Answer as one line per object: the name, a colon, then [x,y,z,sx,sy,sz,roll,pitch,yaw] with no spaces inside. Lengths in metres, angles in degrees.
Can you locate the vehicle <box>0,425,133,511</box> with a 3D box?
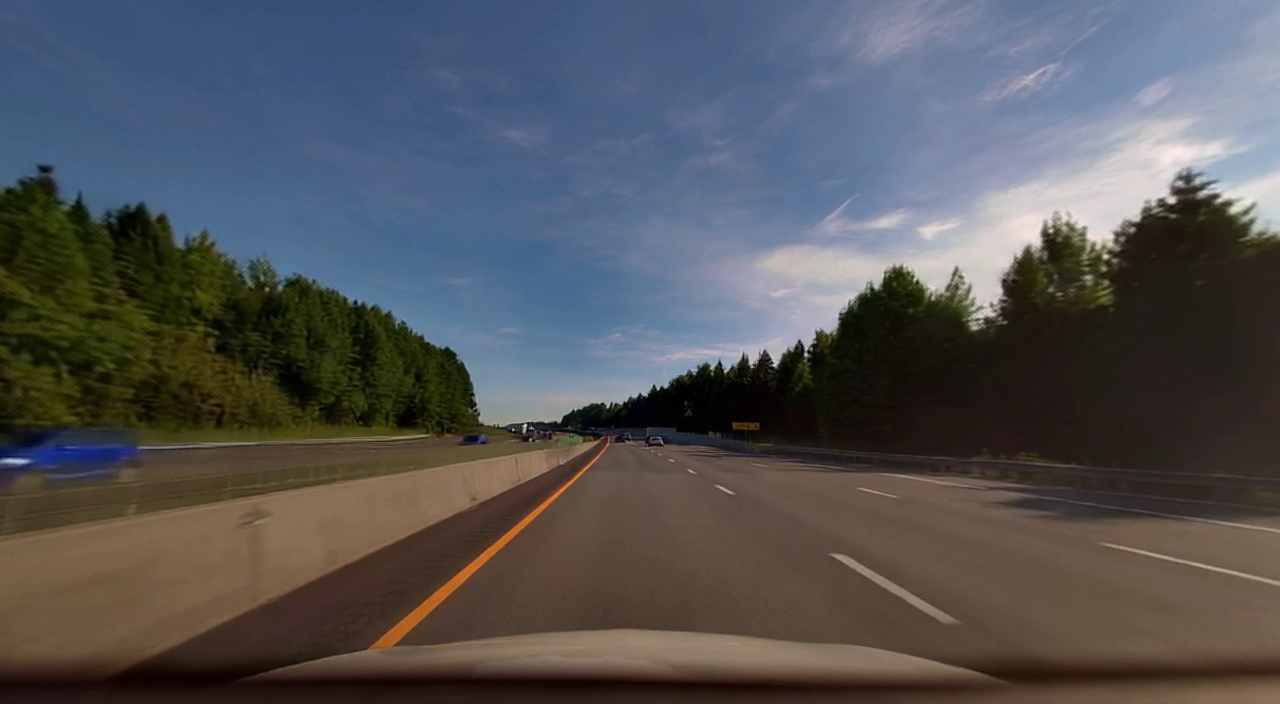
vehicle: [-12.576,2.282,12.682,1.781,1.557,3.545,0,-8,-1]
